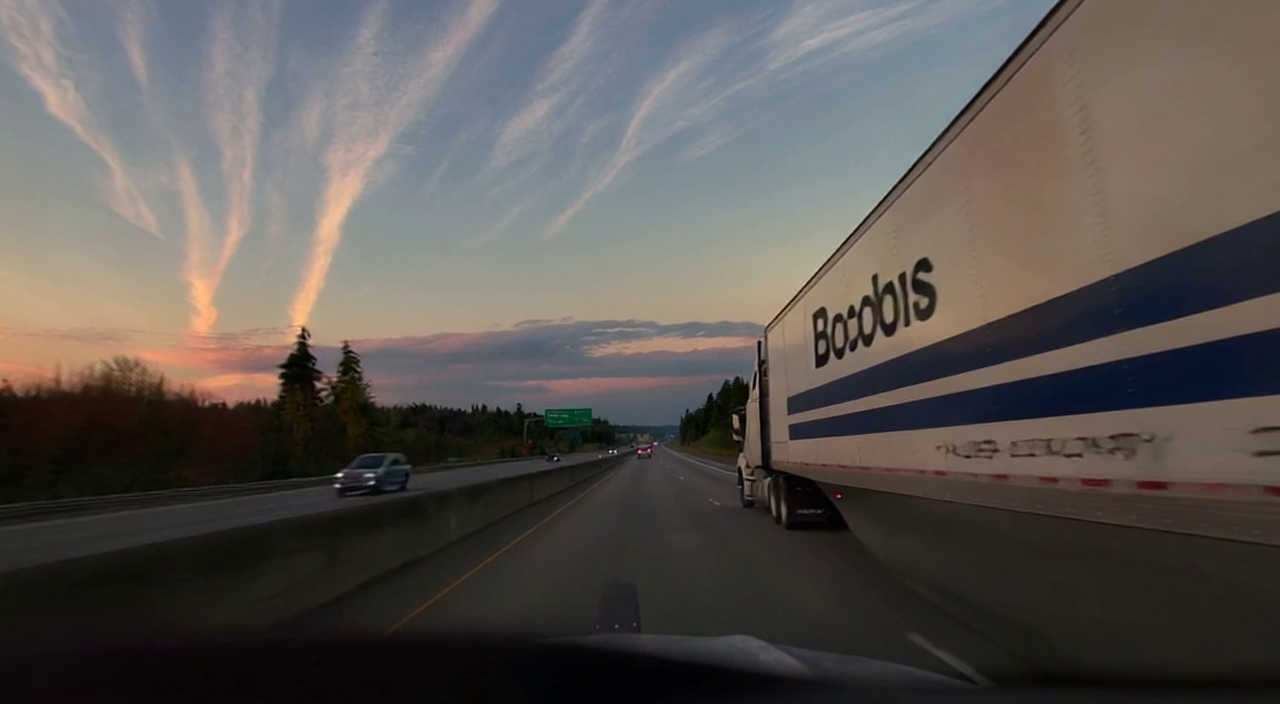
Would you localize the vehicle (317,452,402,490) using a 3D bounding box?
[{"bbox_3d":[-12.878,5.452,29.073,1.917,1.615,4.189,-1,-9,1],"label":"vehicle"}]

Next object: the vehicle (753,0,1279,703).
[{"bbox_3d":[4.346,0.148,5.606,3.537,4.071,17.399,0,-9,0],"label":"vehicle"}]
